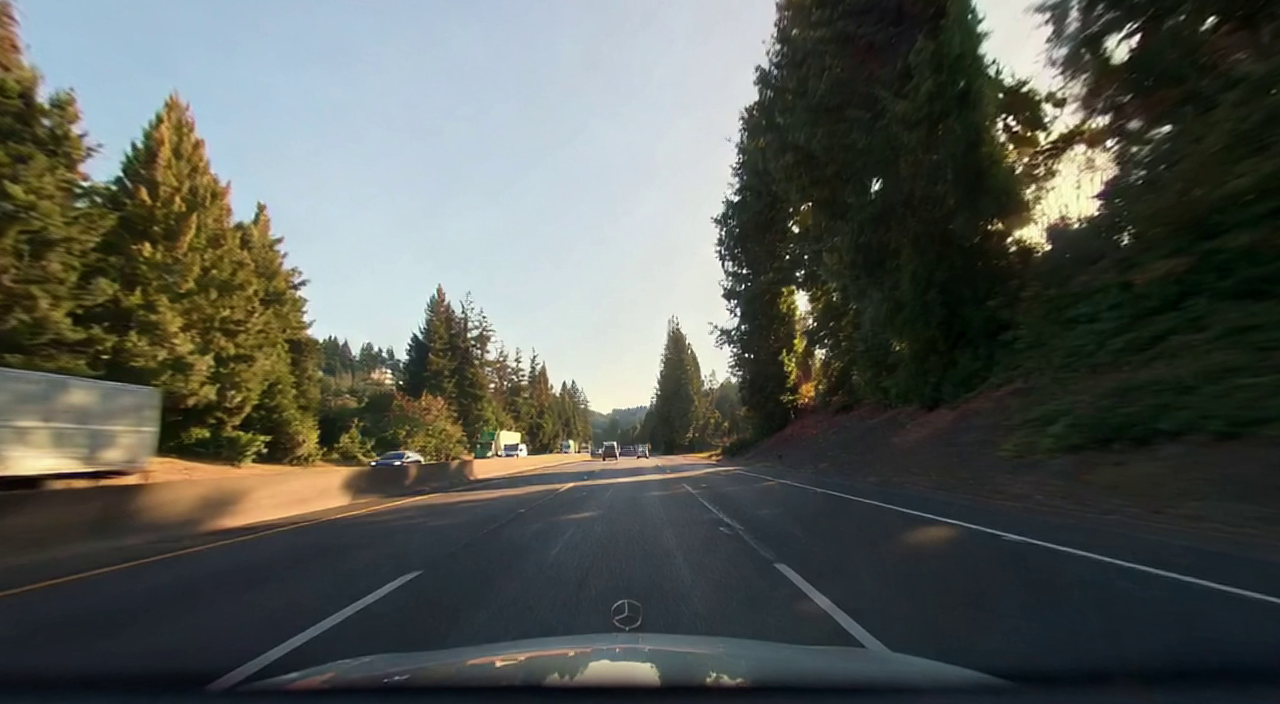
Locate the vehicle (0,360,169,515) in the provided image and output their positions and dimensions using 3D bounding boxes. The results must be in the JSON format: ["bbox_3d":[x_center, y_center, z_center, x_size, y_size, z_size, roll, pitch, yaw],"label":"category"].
[{"bbox_3d":[-17.985,1.999,14.895,3.020,3.951,14.107,0,-9,-1],"label":"vehicle"}]

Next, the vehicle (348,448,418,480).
[{"bbox_3d":[-13.241,5.765,32.795,1.888,1.494,4.184,0,-9,0],"label":"vehicle"}]
